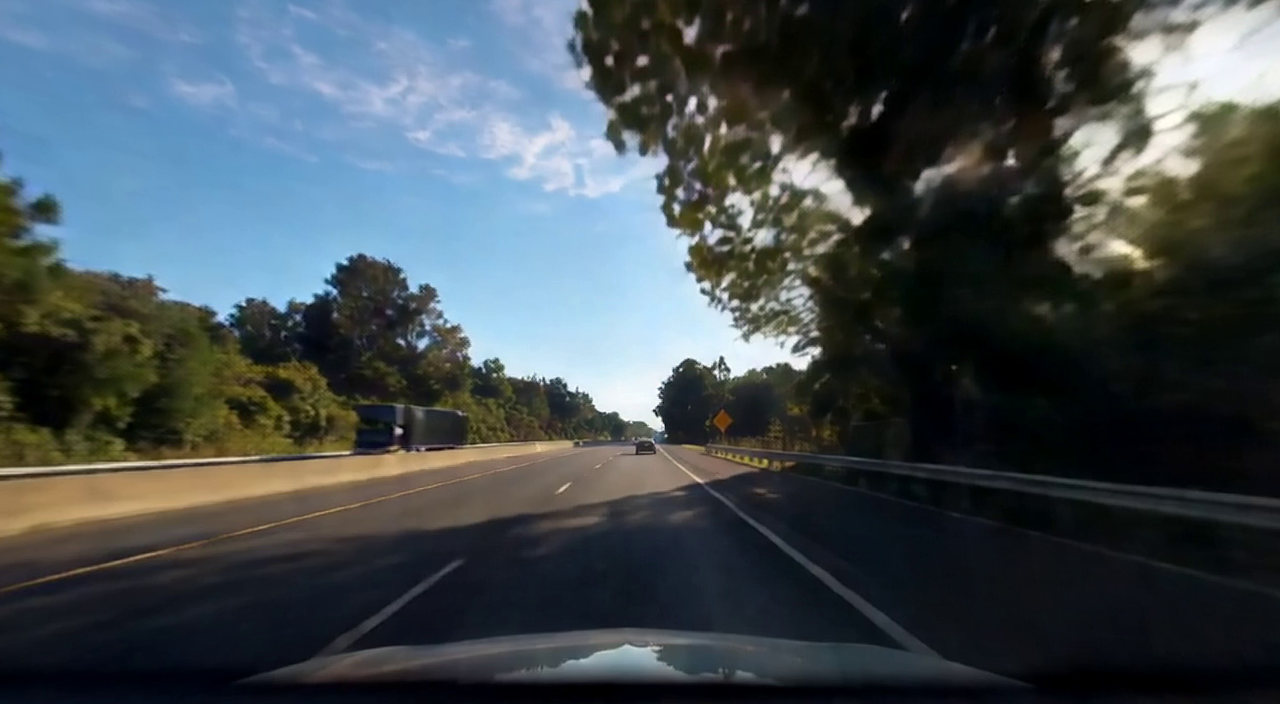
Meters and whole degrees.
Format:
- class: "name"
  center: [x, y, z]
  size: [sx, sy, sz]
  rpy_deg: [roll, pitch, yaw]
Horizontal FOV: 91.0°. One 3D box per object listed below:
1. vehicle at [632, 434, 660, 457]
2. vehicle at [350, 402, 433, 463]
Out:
- class: "vehicle"
  center: [0.460, 7.140, 48.049]
  size: [2.058, 1.649, 3.942]
  rpy_deg: [0, -8, 0]
- class: "vehicle"
  center: [-16.300, 5.375, 41.789]
  size: [3.000, 3.720, 5.942]
  rpy_deg: [0, -8, 0]
